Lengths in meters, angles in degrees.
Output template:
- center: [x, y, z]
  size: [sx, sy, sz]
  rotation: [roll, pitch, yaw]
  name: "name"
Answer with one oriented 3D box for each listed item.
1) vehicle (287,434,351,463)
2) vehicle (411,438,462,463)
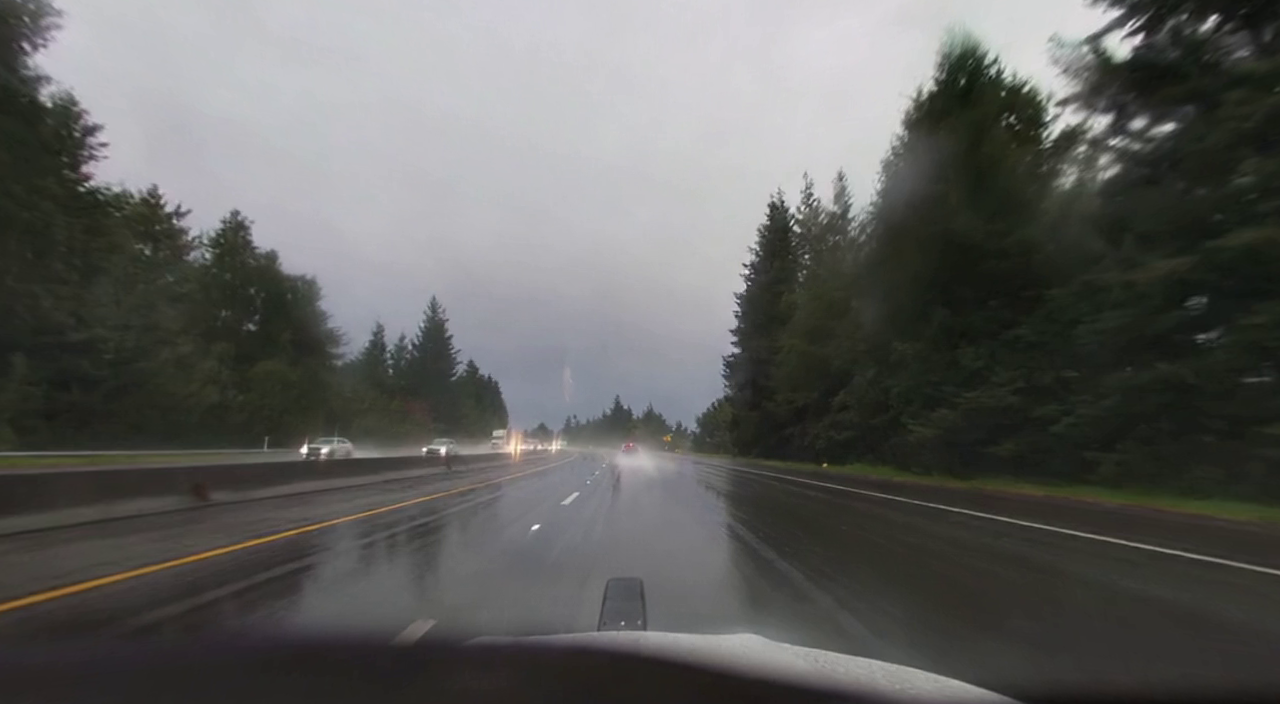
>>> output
- center: [-20.743, 6.271, 40.962]
  size: [2.009, 1.725, 4.195]
  rotation: [0, -9, -2]
  name: "vehicle"
- center: [-13.096, 6.395, 40.822]
  size: [1.949, 1.501, 4.455]
  rotation: [0, -9, -1]
  name: "vehicle"
